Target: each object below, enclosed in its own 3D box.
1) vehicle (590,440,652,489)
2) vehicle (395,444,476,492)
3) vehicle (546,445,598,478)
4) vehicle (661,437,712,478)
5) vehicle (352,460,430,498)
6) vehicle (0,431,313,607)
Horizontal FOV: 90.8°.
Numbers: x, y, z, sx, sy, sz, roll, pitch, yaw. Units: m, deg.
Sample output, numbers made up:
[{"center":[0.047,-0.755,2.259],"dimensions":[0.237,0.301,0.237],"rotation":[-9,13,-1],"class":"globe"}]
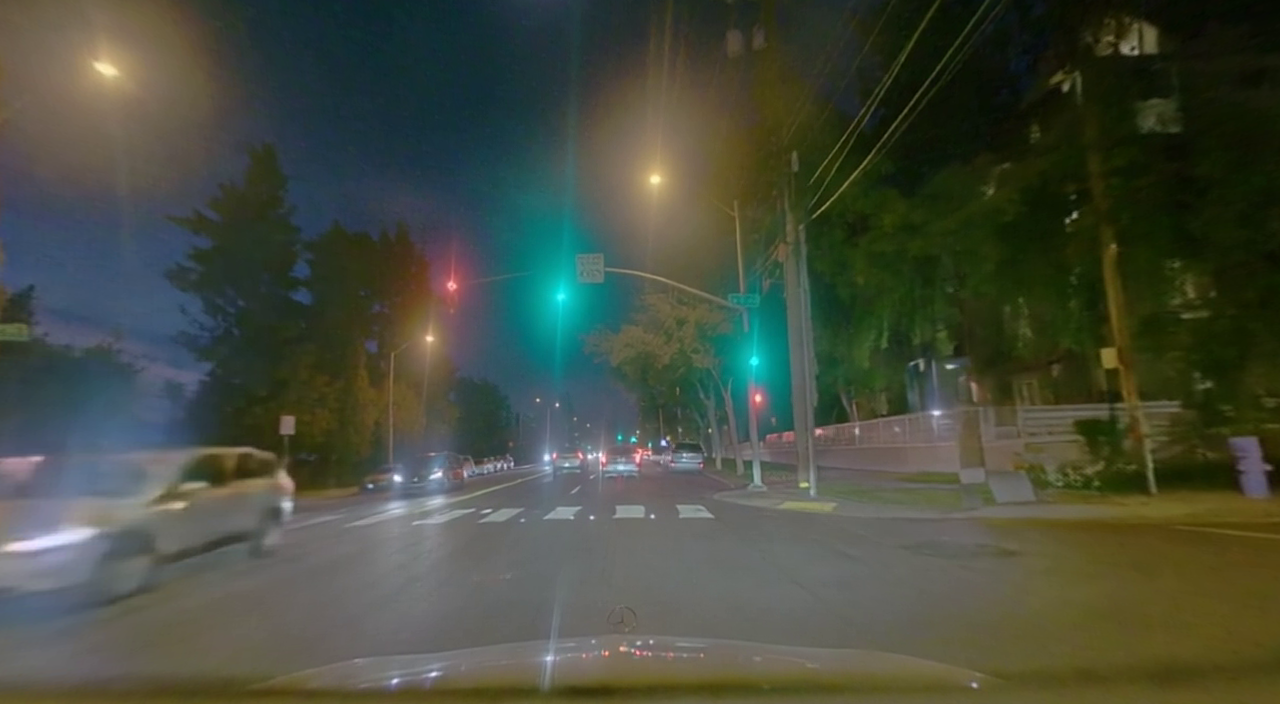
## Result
[{"center":[-0.657,4.016,22.836],"dimensions":[2.041,1.575,4.304],"rotation":[0,-8,-1],"class":"vehicle"},{"center":[-9.508,5.377,29.795],"dimensions":[2.105,1.858,4.903],"rotation":[-6,-8,0],"class":"vehicle"},{"center":[-3.349,5.462,31.859],"dimensions":[2.117,1.528,4.277],"rotation":[0,-8,0],"class":"vehicle"},{"center":[2.243,5.259,31.717],"dimensions":[2.119,1.884,4.567],"rotation":[0,-8,-1],"class":"vehicle"},{"center":[-12.710,6.458,32.566],"dimensions":[2.050,1.518,5.115],"rotation":[-3,-8,-1],"class":"vehicle"},{"center":[-6.479,1.975,8.428],"dimensions":[1.958,1.706,4.281],"rotation":[-1,-8,-1],"class":"vehicle"}]
